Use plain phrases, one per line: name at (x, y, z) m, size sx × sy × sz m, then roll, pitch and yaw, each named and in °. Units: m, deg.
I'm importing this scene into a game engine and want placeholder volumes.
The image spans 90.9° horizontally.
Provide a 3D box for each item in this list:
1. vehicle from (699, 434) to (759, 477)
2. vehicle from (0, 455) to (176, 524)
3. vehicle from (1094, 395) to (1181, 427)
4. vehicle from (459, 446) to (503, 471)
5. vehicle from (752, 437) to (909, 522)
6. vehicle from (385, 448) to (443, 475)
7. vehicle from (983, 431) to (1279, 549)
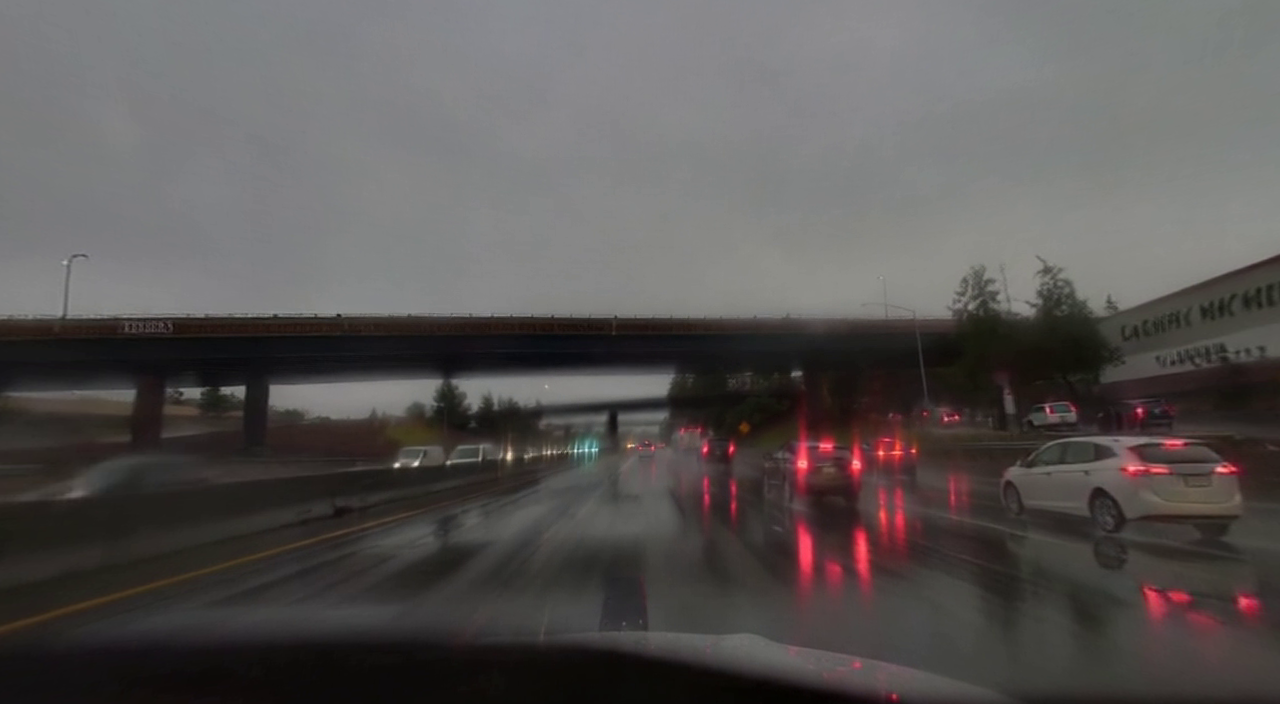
vehicle at (4.150, 4.920, 30.245) m, size 2.086 × 1.858 × 4.737 m, roll 0°, pitch -8°, yaw -1°
vehicle at (-14.972, 3.519, 16.704) m, size 1.897 × 1.497 × 4.446 m, roll 0°, pitch -8°, yaw 1°
vehicle at (33.504, 4.046, 42.681) m, size 2.131 × 1.840 × 4.870 m, roll -1°, pitch -8°, yaw 4°
vehicle at (-11.394, 7.646, 45.601) m, size 1.894 × 1.647 × 4.514 m, roll 0°, pitch -8°, yaw 2°
vehicle at (3.805, 2.606, 13.514) m, size 1.902 × 1.481 × 4.451 m, roll 0°, pitch -8°, yaw -1°
vehicle at (-15.071, 7.284, 42.312) m, size 1.968 × 1.663 × 5.013 m, roll 0°, pitch -8°, yaw 1°
vehicle at (7.751, 2.074, 10.221) m, size 1.919 × 1.476 × 4.303 m, roll 0°, pitch -8°, yaw 0°
